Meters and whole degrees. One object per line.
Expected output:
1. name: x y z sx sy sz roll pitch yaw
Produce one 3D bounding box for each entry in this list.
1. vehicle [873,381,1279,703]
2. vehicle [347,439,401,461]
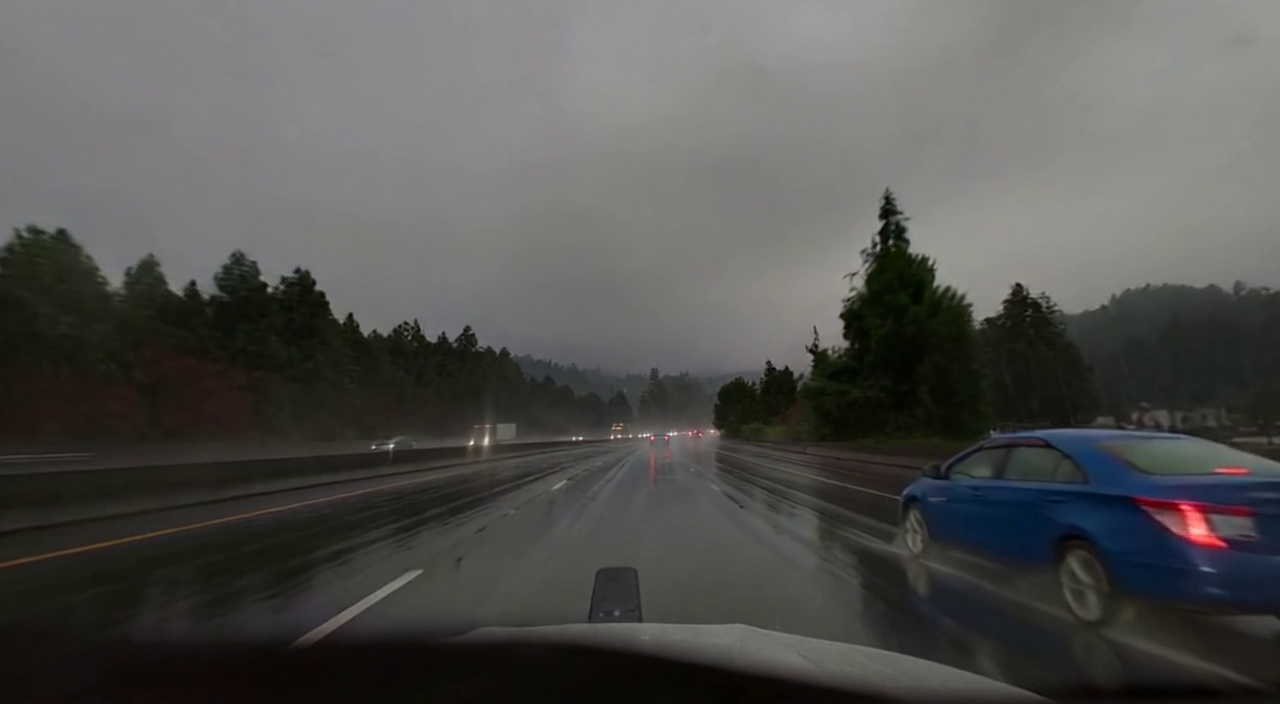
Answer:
1. vehicle: 3.564 1.123 4.591 1.982 1.452 4.294 0 -8 -2
2. vehicle: -19.162 7.070 45.490 1.829 1.478 4.408 0 -8 3
